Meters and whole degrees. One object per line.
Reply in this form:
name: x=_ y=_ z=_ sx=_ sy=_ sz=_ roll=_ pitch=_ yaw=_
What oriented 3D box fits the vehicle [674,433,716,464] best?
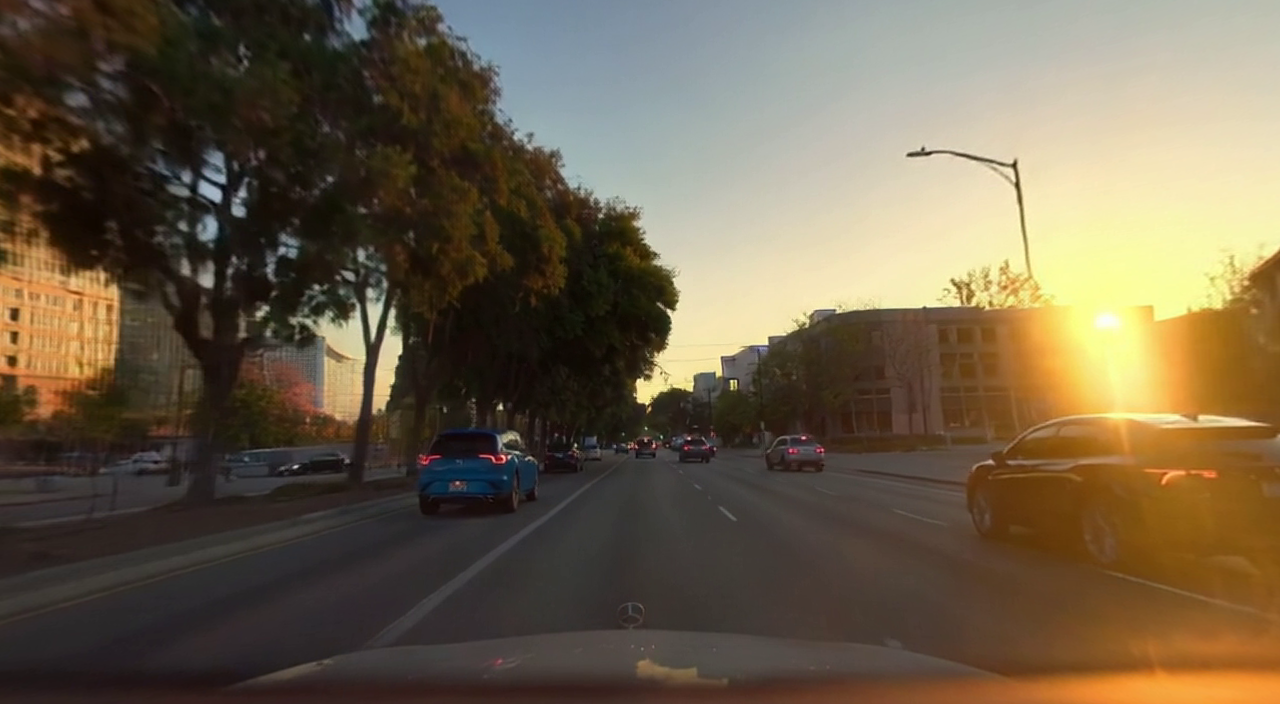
vehicle: x=3.390 y=6.115 z=39.957 sx=2.178 sy=1.804 sz=4.766 roll=0 pitch=-8 yaw=-1

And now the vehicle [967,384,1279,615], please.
vehicle: x=5.689 y=1.388 z=6.841 sx=2.088 sy=1.666 sz=4.512 roll=-1 pitch=-8 yaw=4

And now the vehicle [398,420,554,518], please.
vehicle: x=-3.258 y=2.435 z=13.589 sx=2.141 sy=1.719 sz=4.379 roll=-1 pitch=-8 yaw=1

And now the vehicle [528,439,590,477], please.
vehicle: x=-3.348 y=4.485 z=26.918 sx=2.036 sy=1.465 sz=4.301 roll=-1 pitch=-8 yaw=1

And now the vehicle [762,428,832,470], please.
vehicle: x=7.192 y=4.512 z=29.355 sx=2.076 sy=1.793 sz=4.464 roll=0 pitch=-8 yaw=0
